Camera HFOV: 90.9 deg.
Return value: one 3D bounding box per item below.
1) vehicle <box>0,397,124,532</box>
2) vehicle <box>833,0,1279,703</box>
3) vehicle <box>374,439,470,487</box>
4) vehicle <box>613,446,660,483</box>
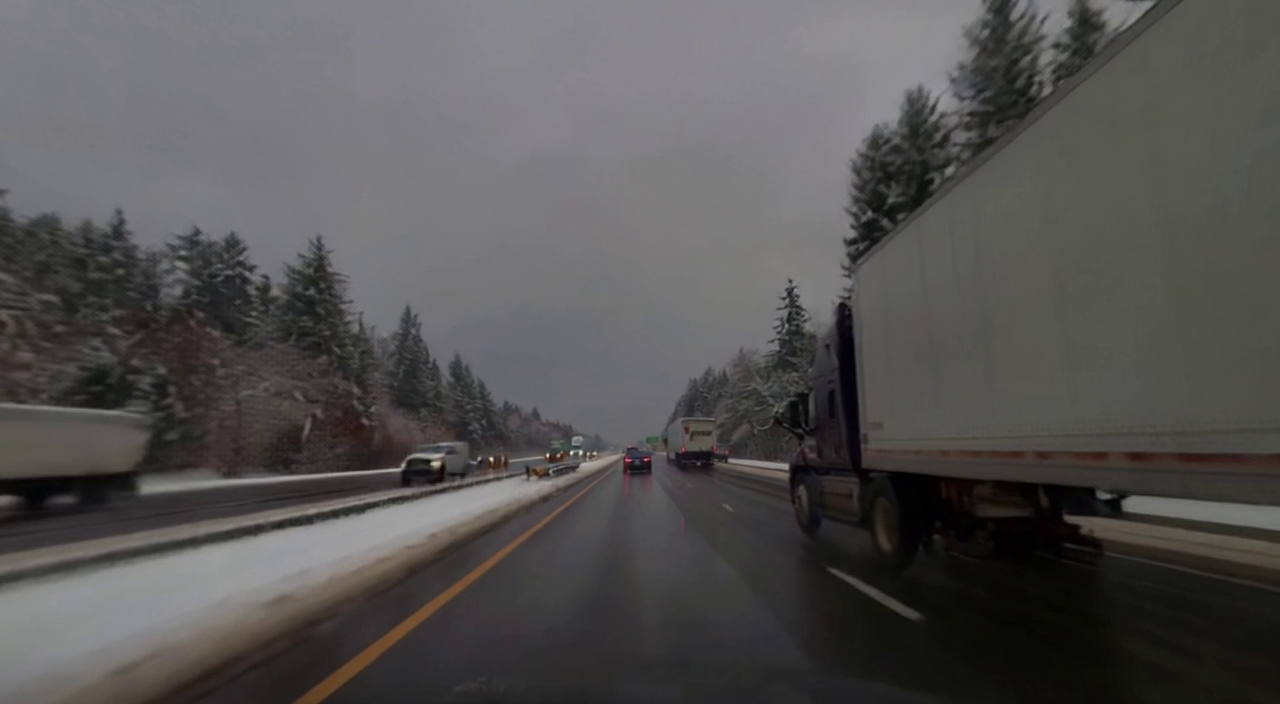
[{"bbox_3d":[-13.230,2.038,11.325,2.255,2.511,6.577,0,-9,0],"label":"vehicle"},{"bbox_3d":[4.579,-0.279,2.822,2.842,4.060,13.939,0,-9,-1],"label":"vehicle"},{"bbox_3d":[-8.161,4.206,24.074,2.034,1.621,4.525,0,-9,0],"label":"vehicle"},{"bbox_3d":[-0.128,4.909,27.752,1.939,1.495,3.612,0,-9,0],"label":"vehicle"}]
